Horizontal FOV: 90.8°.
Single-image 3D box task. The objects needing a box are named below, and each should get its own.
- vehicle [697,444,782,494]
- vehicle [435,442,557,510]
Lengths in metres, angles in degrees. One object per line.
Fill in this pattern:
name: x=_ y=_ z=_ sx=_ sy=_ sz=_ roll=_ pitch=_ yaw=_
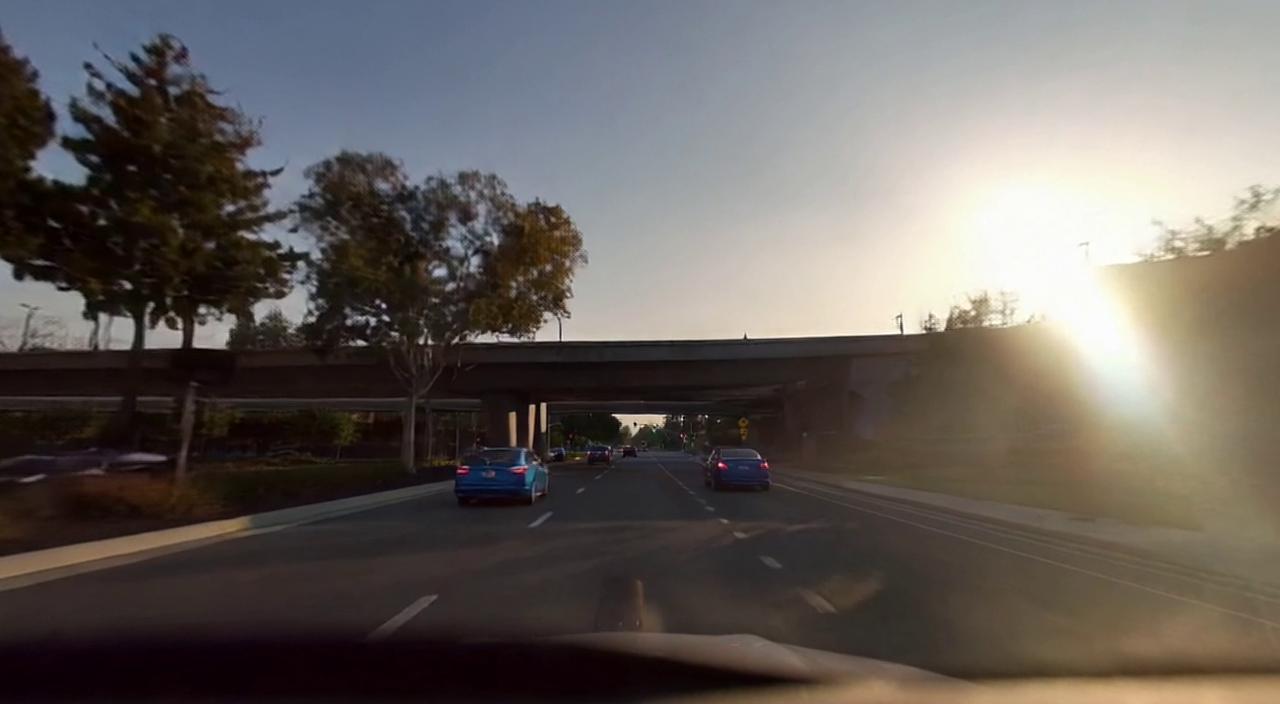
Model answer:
vehicle: x=3.216 y=3.881 z=21.334 sx=2.068 sy=1.497 sz=4.247 roll=0 pitch=-9 yaw=-1
vehicle: x=-3.511 y=3.107 z=16.366 sx=2.060 sy=1.484 sz=4.417 roll=0 pitch=-9 yaw=1
